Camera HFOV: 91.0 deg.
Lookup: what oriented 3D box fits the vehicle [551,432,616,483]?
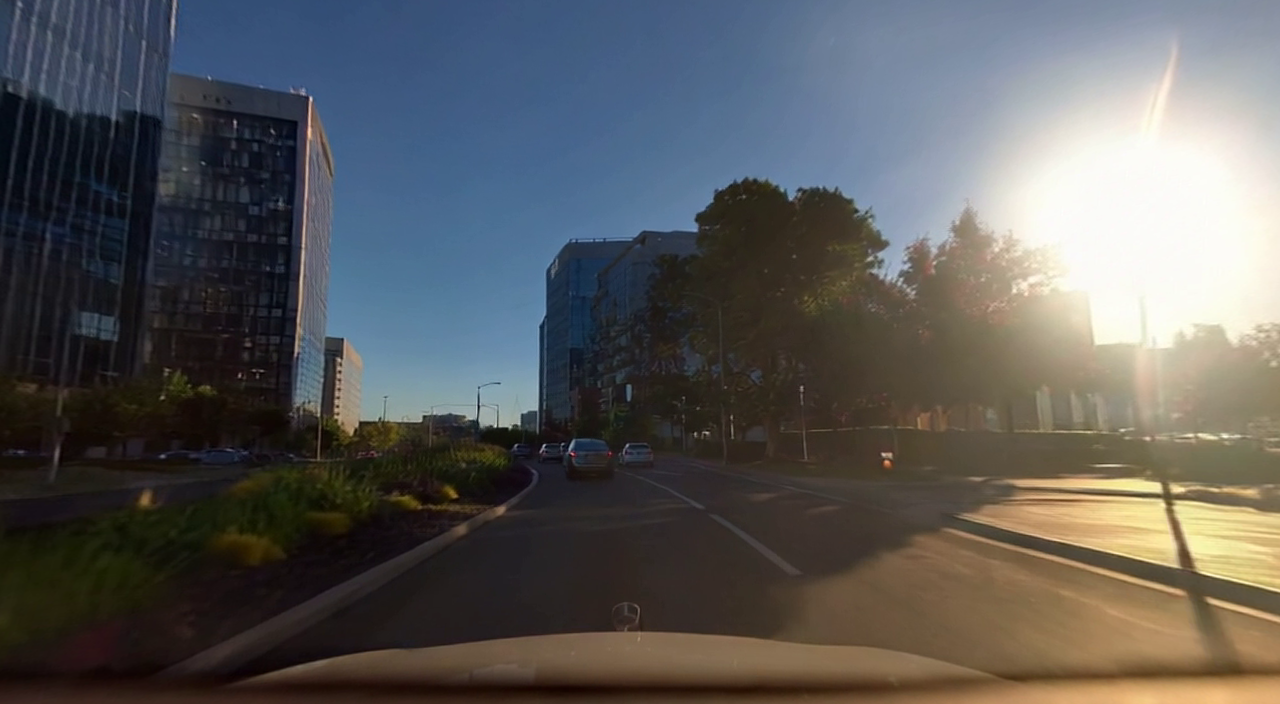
[{"bbox_3d":[-2.284,4.045,24.399,2.173,1.761,4.374,1,-9,-9],"label":"vehicle"}]

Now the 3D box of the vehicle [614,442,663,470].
[{"bbox_3d":[-0.168,6.003,36.598,2.116,1.506,4.355,2,-9,-10],"label":"vehicle"}]
